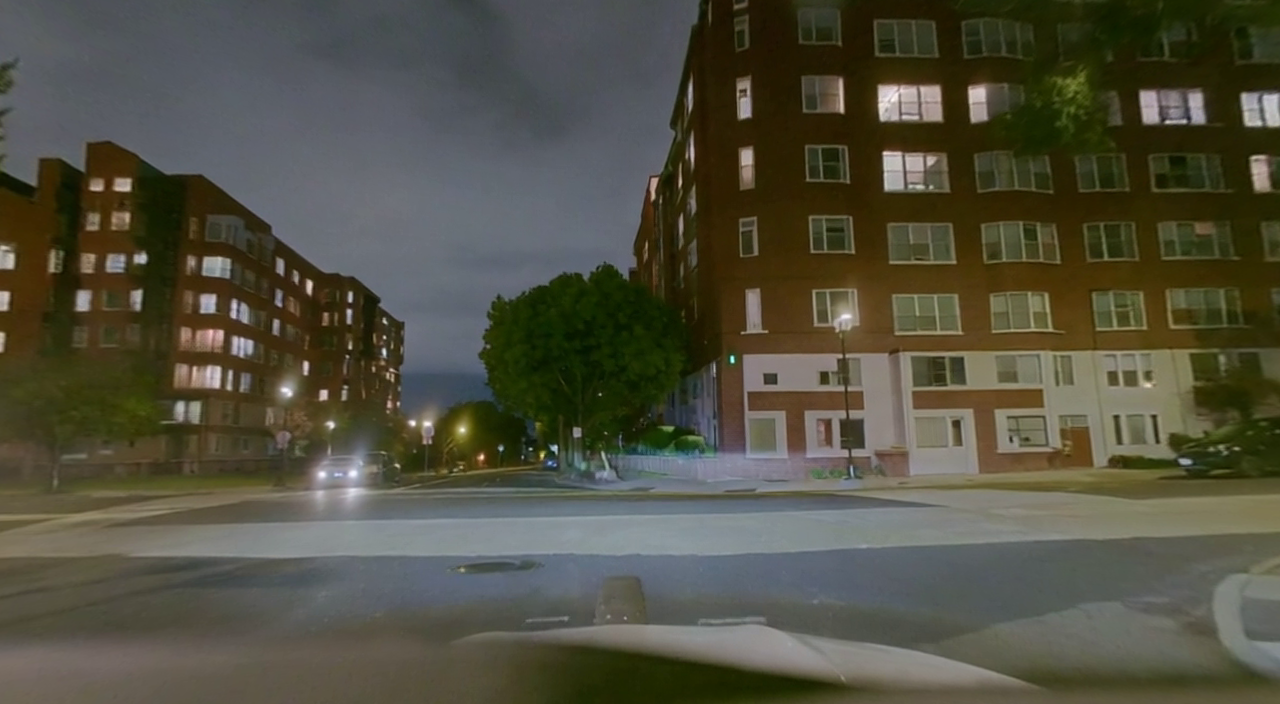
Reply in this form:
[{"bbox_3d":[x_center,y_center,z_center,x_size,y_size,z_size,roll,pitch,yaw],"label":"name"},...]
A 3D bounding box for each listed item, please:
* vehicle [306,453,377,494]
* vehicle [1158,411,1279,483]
[{"bbox_3d":[-13.211,5.336,28.150,2.027,1.475,4.522,0,-8,-15],"label":"vehicle"},{"bbox_3d":[18.405,2.643,17.902,5.213,1.850,2.126,-3,-10,4],"label":"vehicle"}]
